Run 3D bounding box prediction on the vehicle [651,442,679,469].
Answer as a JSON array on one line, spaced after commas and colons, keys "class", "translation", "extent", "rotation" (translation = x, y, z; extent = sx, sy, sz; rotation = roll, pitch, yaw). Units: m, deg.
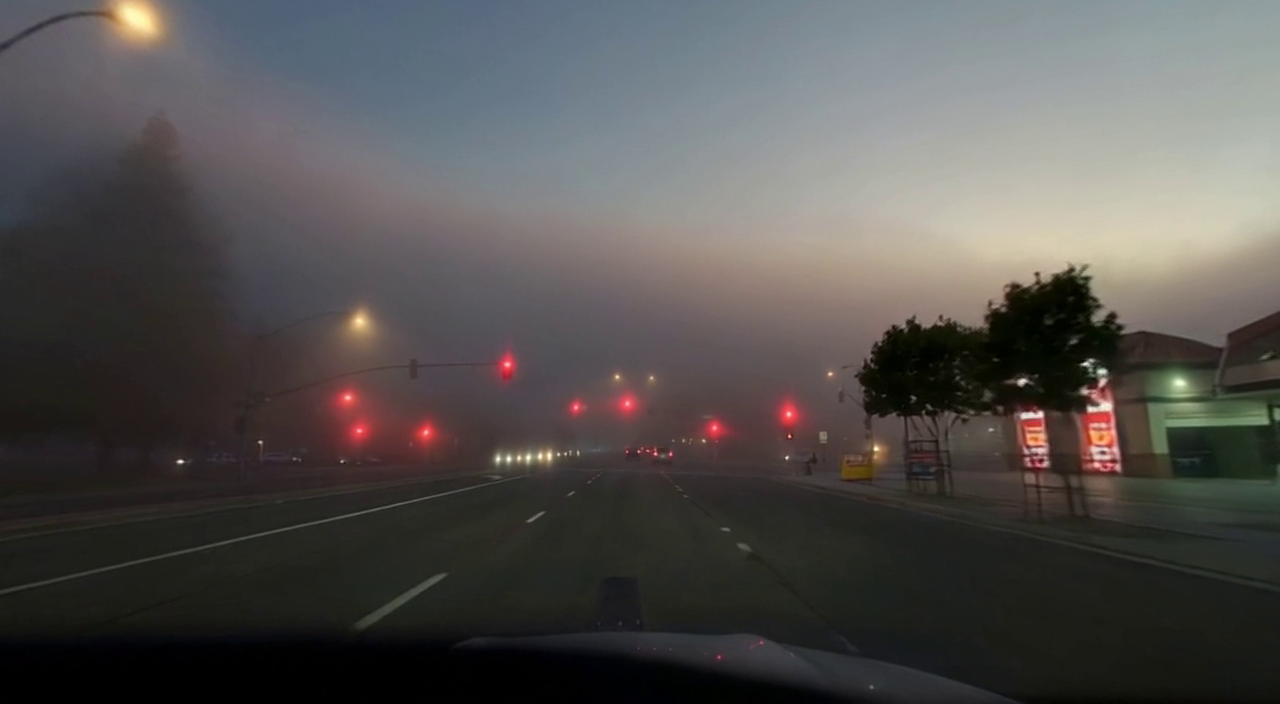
[{"class": "vehicle", "translation": [1.946, 8.059, 49.479], "extent": [2.096, 1.961, 4.259], "rotation": [0, -9, 2]}]
